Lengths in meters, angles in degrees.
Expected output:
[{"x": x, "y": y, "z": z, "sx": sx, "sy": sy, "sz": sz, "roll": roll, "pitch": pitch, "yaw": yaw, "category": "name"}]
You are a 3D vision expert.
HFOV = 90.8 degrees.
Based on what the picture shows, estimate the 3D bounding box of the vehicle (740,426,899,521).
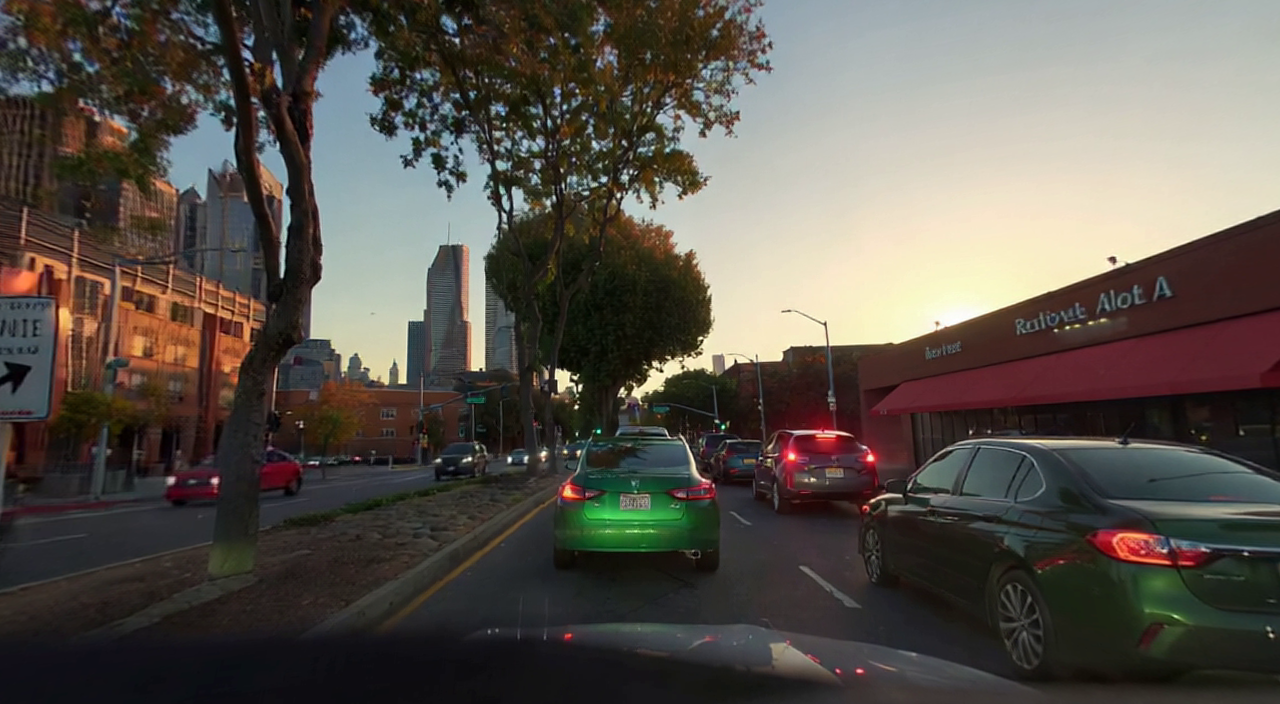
[{"x": 3.534, "y": 2.483, "z": 13.420, "sx": 2.025, "sy": 1.660, "sz": 4.263, "roll": 0, "pitch": -9, "yaw": -1, "category": "vehicle"}]

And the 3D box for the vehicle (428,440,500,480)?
[{"x": -8.068, "y": 4.994, "z": 29.389, "sx": 2.079, "sy": 1.695, "sz": 4.374, "roll": 0, "pitch": -9, "yaw": 0, "category": "vehicle"}]

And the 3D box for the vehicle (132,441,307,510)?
[{"x": -12.004, "y": 3.517, "z": 18.509, "sx": 2.004, "sy": 1.732, "sz": 4.530, "roll": 0, "pitch": -9, "yaw": 0, "category": "vehicle"}]

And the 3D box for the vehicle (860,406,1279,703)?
[{"x": 3.311, "y": 1.257, "z": 4.482, "sx": 1.988, "sy": 1.480, "sz": 4.195, "roll": 0, "pitch": -9, "yaw": 0, "category": "vehicle"}]

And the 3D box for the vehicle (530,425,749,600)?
[{"x": -0.019, "y": 1.660, "z": 7.306, "sx": 1.887, "sy": 1.487, "sz": 3.535, "roll": 0, "pitch": -9, "yaw": 0, "category": "vehicle"}]
